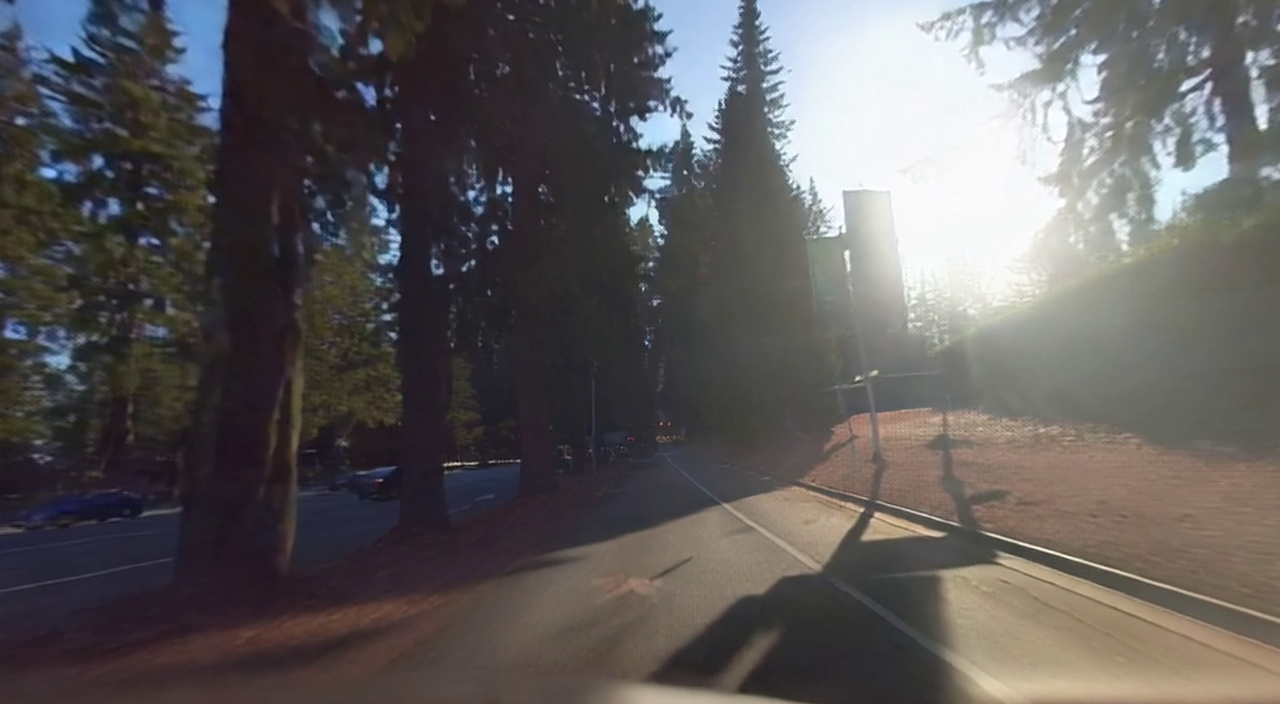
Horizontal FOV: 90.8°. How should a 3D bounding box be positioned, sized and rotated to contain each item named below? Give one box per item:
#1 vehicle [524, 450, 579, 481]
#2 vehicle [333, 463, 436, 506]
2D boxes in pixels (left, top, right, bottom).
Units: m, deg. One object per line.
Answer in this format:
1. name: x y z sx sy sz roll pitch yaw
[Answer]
1. vehicle: -5.252 6.805 38.277 2.049 1.699 4.860 -1 -8 8
2. vehicle: -10.948 5.680 27.562 1.886 1.535 4.742 -1 -8 10
